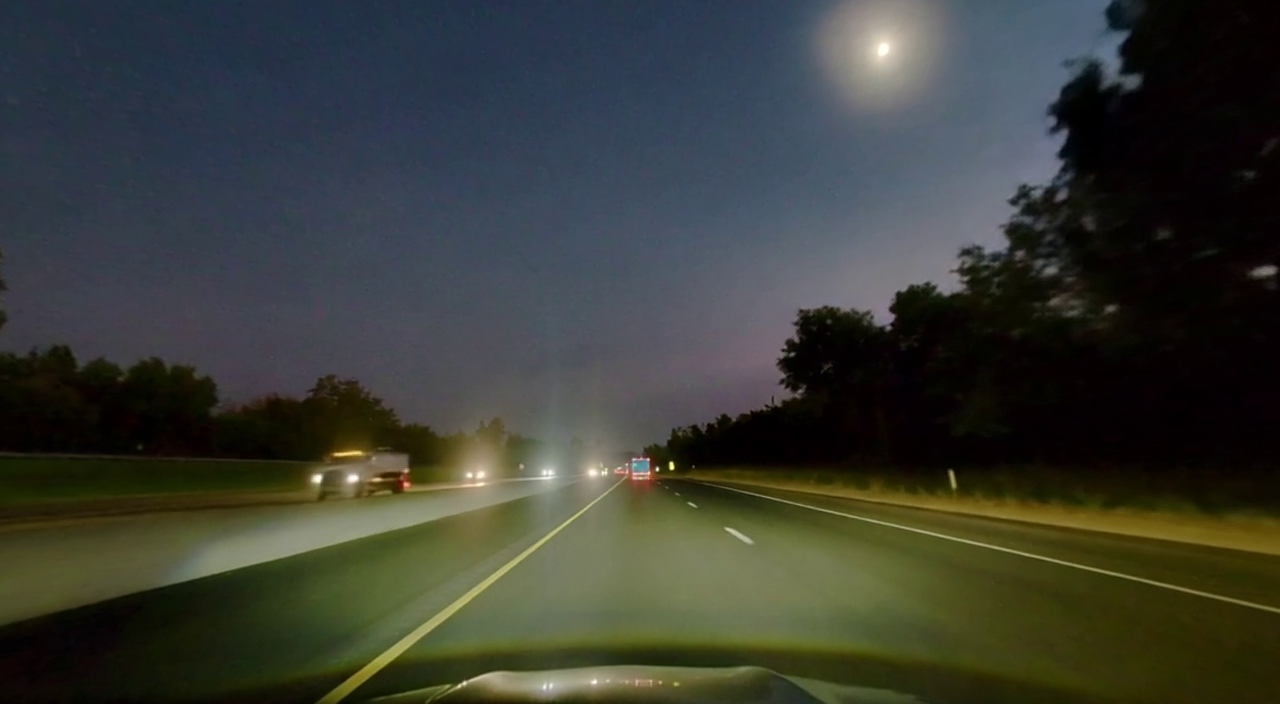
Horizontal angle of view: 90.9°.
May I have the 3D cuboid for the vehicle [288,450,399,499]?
[{"bbox_3d":[-13.007,5.437,28.151,2.242,1.891,5.442,1,-10,0],"label":"vehicle"}]
